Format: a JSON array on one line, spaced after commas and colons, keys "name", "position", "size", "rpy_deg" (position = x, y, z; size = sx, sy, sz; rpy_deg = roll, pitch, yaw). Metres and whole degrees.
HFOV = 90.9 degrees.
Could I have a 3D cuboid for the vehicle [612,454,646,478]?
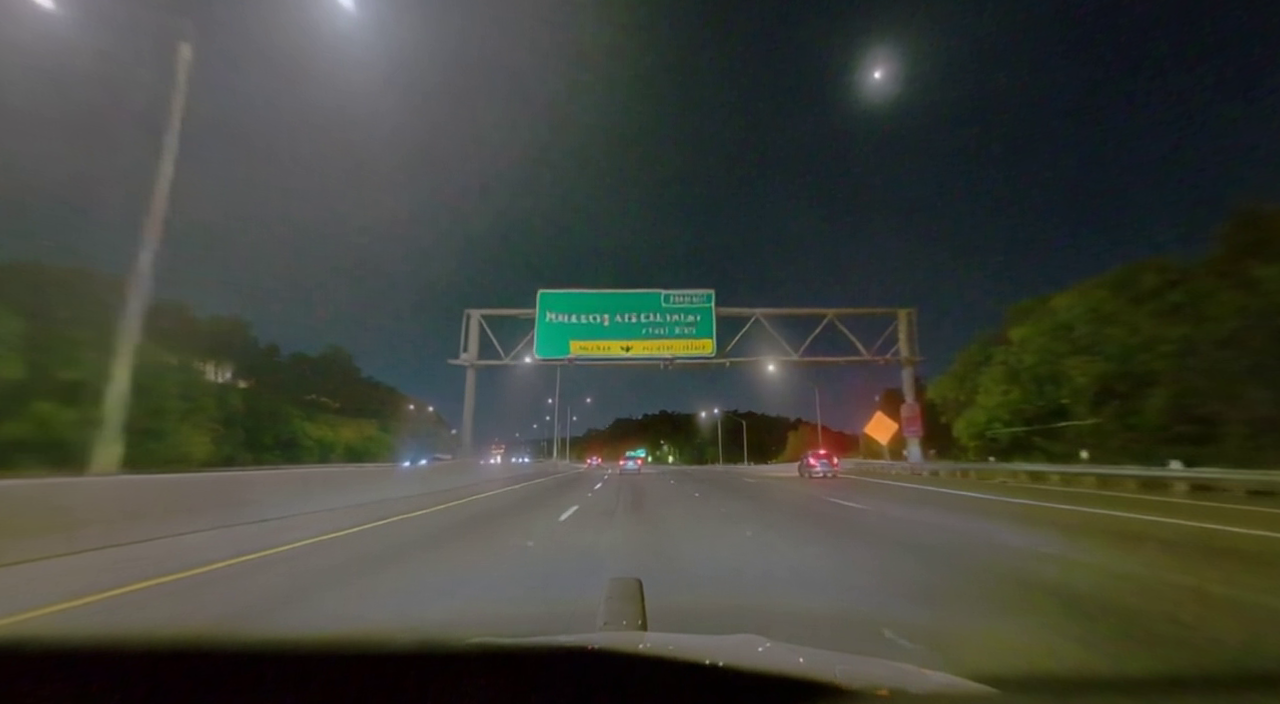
[{"name": "vehicle", "position": [-0.783, 7.605, 42.202], "size": [2.193, 1.497, 4.337], "rpy_deg": [0, -9, -2]}]
